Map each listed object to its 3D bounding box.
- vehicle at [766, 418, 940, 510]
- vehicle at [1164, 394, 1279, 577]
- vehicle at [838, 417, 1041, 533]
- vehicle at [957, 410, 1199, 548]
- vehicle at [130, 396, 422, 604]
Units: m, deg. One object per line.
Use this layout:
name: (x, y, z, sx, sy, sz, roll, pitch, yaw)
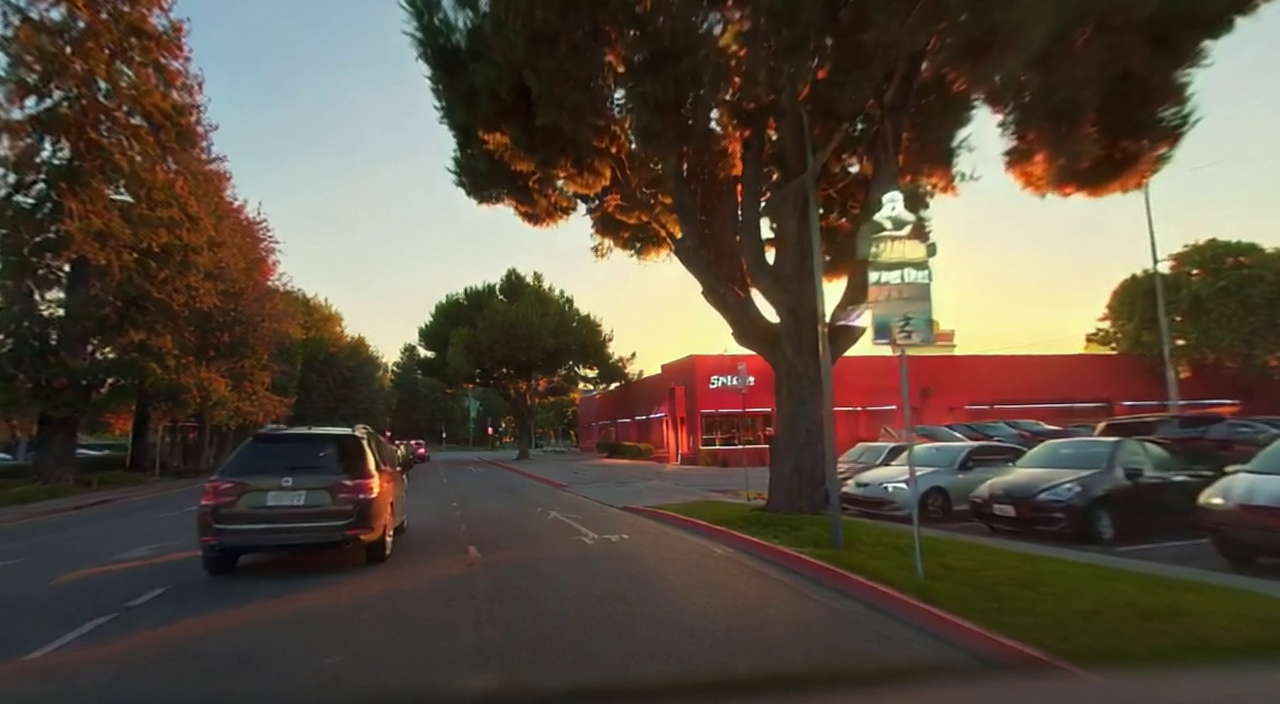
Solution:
vehicle: (4.671, 2.340, 13.648, 3.575, 1.473, 1.785, 0, -8, -39)
vehicle: (6.586, 1.189, 6.023, 3.543, 1.440, 1.911, 7, -11, -44)
vehicle: (5.257, 1.994, 10.860, 3.556, 1.441, 1.935, 2, -9, -45)
vehicle: (6.108, 1.604, 8.642, 3.577, 1.455, 1.925, 7, -11, -43)
vehicle: (-3.926, 1.573, 7.719, 2.065, 1.773, 4.128, 2, -8, -16)
